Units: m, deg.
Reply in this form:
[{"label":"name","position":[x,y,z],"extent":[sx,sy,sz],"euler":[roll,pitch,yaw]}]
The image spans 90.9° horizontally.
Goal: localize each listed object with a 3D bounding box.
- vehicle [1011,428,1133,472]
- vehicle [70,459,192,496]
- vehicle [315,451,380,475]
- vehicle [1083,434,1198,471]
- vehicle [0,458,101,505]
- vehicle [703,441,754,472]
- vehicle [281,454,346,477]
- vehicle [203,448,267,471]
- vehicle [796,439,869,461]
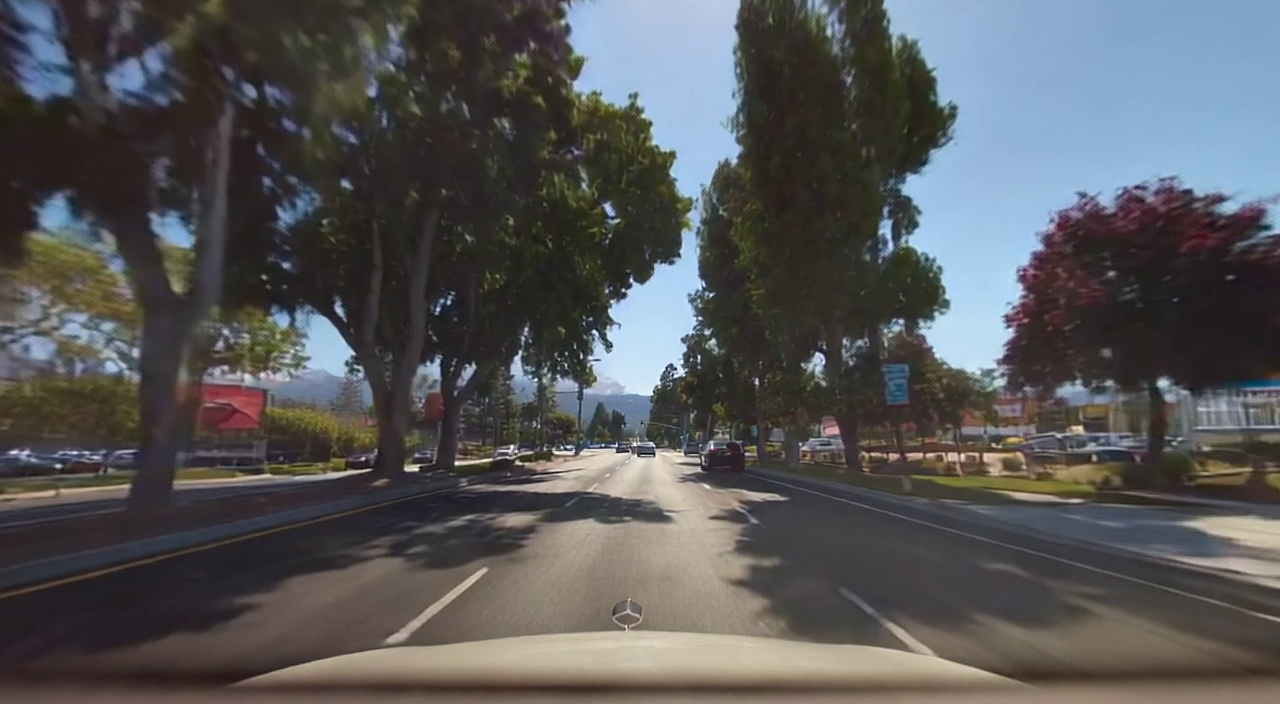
[{"label":"vehicle","position":[21.305,4.888,31.513],"extent":[2.124,1.920,5.946],"euler":[0,-9,3]},{"label":"vehicle","position":[-22.461,5.521,28.059],"extent":[1.771,1.373,4.308],"euler":[0,-8,2]},{"label":"vehicle","position":[-19.269,7.320,41.780],"extent":[1.822,1.479,4.692],"euler":[-1,-8,4]},{"label":"vehicle","position":[24.663,4.968,31.338],"extent":[1.894,1.656,4.841],"euler":[0,-8,2]},{"label":"vehicle","position":[-22.487,4.577,22.419],"extent":[2.111,1.500,5.131],"euler":[0,-8,-1]},{"label":"vehicle","position":[4.483,5.342,32.456],"extent":[1.916,1.459,4.335],"euler":[0,-8,-1]},{"label":"vehicle","position":[-22.041,7.672,42.811],"extent":[1.778,1.395,4.713],"euler":[0,-8,2]},{"label":"vehicle","position":[-30.933,8.174,48.290],"extent":[1.904,1.639,4.317],"euler":[0,-9,2]},{"label":"vehicle","position":[14.808,7.569,48.630],"extent":[4.909,1.463,1.924],"euler":[-2,-9,1]}]
